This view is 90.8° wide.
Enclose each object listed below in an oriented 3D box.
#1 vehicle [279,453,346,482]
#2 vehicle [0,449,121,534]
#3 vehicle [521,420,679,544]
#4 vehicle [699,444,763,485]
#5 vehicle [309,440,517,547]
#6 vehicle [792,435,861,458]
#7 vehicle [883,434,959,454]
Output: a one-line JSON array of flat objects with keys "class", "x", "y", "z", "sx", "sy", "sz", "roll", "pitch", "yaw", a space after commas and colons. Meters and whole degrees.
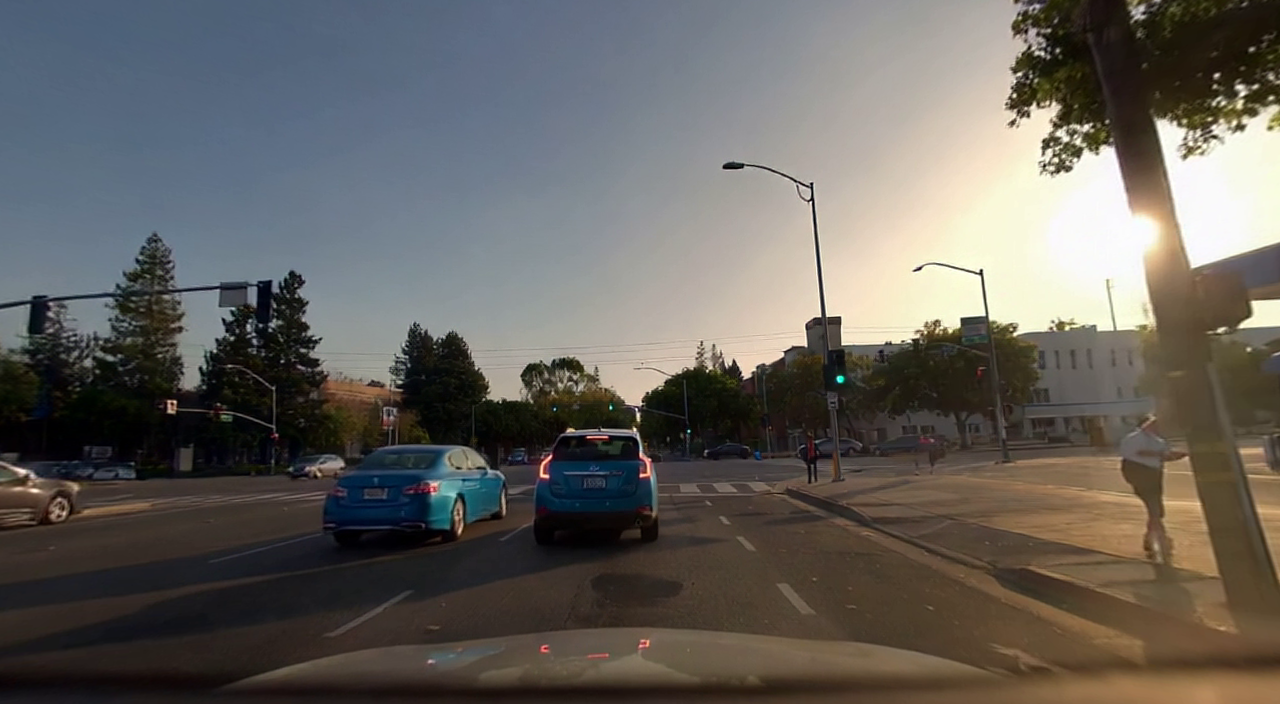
[{"class": "vehicle", "x": -21.258, "y": 7.464, "z": 41.216, "sx": 1.890, "sy": 1.691, "sz": 4.591, "roll": 0, "pitch": -8, "yaw": 1}, {"class": "vehicle", "x": -13.515, "y": 2.803, "z": 12.784, "sx": 1.995, "sy": 1.626, "sz": 4.592, "roll": 0, "pitch": -8, "yaw": 2}, {"class": "vehicle", "x": -0.555, "y": 2.140, "z": 11.047, "sx": 2.210, "sy": 1.722, "sz": 4.215, "roll": 0, "pitch": -8, "yaw": 0}, {"class": "vehicle", "x": 3.708, "y": 4.404, "z": 25.137, "sx": 1.976, "sy": 1.462, "sz": 4.342, "roll": -2, "pitch": -9, "yaw": 15}, {"class": "vehicle", "x": -3.658, "y": 2.337, "z": 11.188, "sx": 2.003, "sy": 1.492, "sz": 4.291, "roll": 0, "pitch": -8, "yaw": 1}, {"class": "vehicle", "x": 13.885, "y": 7.055, "z": 47.129, "sx": 4.524, "sy": 1.681, "sz": 1.823, "roll": 0, "pitch": -8, "yaw": -1}, {"class": "vehicle", "x": 20.770, "y": 6.829, "z": 46.840, "sx": 4.700, "sy": 1.417, "sz": 1.789, "roll": 0, "pitch": -8, "yaw": 1}]
